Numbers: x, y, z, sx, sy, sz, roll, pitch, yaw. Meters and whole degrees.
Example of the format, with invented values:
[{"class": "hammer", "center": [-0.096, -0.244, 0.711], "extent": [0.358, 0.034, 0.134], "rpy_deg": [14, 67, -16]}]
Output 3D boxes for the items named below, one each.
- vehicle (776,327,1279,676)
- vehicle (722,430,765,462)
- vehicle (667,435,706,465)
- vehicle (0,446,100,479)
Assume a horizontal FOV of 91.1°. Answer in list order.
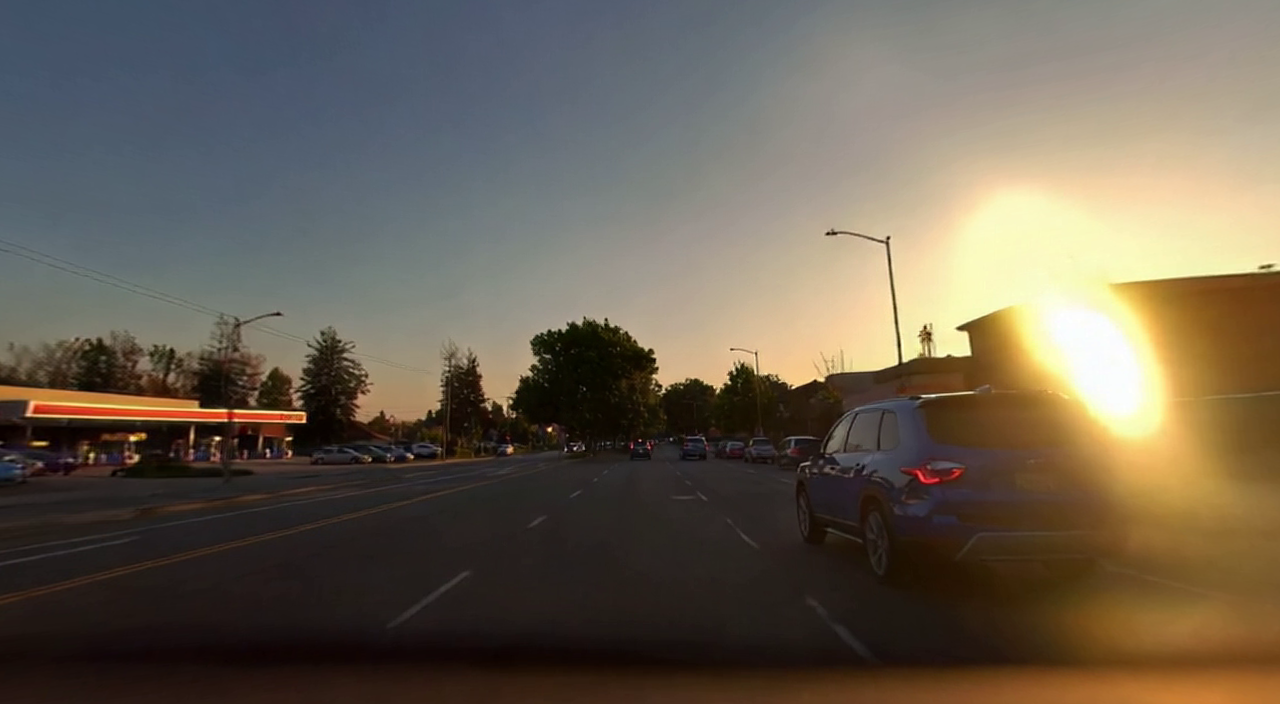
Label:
[{"class": "vehicle", "center": [2.955, 1.173, 5.989], "extent": [2.246, 1.963, 4.777], "rpy_deg": [0, -8, 0]}, {"class": "vehicle", "center": [7.567, 6.982, 46.634], "extent": [2.220, 2.147, 6.392], "rpy_deg": [0, -8, 1]}, {"class": "vehicle", "center": [3.040, 6.582, 42.252], "extent": [2.317, 1.857, 5.150], "rpy_deg": [0, -8, 1]}, {"class": "vehicle", "center": [-32.753, 6.053, 34.622], "extent": [1.925, 1.680, 4.396], "rpy_deg": [-1, -9, 1]}]
